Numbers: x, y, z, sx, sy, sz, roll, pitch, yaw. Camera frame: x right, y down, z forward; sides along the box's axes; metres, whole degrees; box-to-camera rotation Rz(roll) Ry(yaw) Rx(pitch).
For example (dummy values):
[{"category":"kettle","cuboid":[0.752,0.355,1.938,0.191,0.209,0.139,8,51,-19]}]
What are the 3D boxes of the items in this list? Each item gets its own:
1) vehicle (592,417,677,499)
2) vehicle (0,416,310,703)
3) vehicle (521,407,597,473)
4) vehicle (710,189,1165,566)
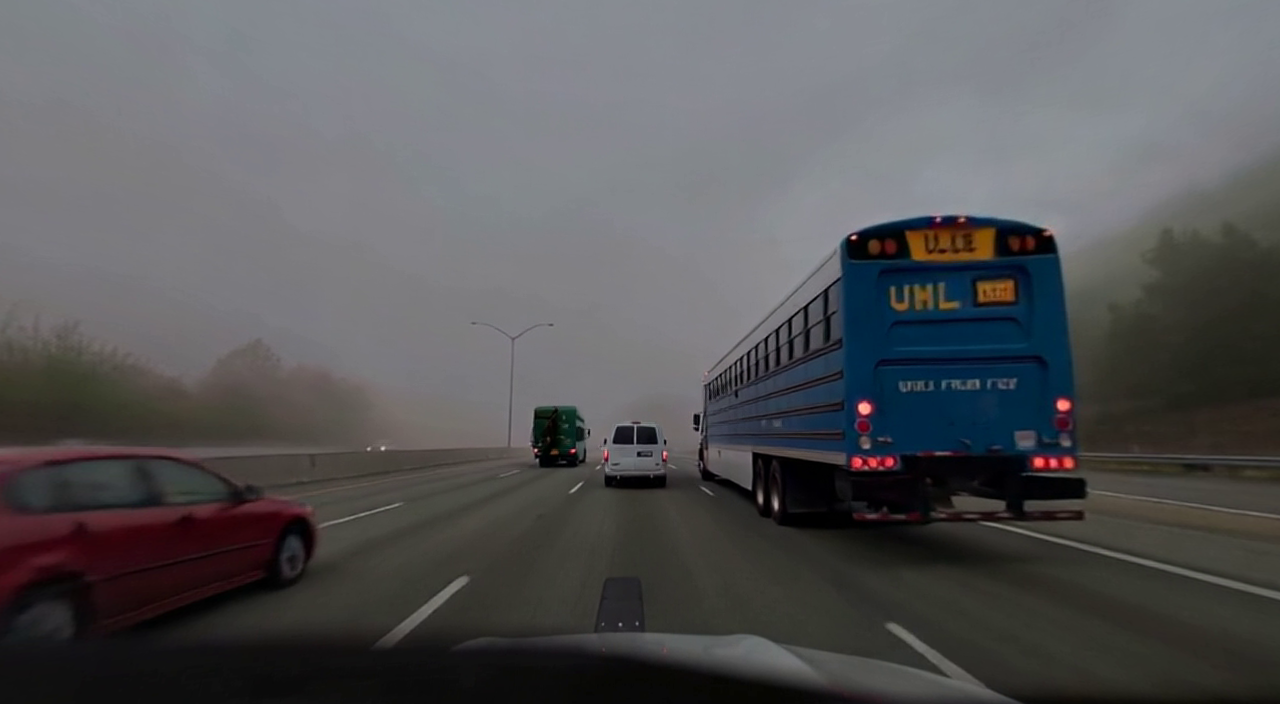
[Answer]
[{"category":"vehicle","cuboid":[-0.206,2.857,17.331,2.037,1.929,4.343,0,-8,-2]},{"category":"vehicle","cuboid":[-4.046,1.129,3.600,2.039,1.453,4.197,0,-8,0]},{"category":"vehicle","cuboid":[-3.953,4.603,32.846,2.947,3.009,7.991,0,-8,-1]},{"category":"vehicle","cuboid":[3.857,1.154,13.416,3.006,4.101,13.245,0,-8,-1]}]
